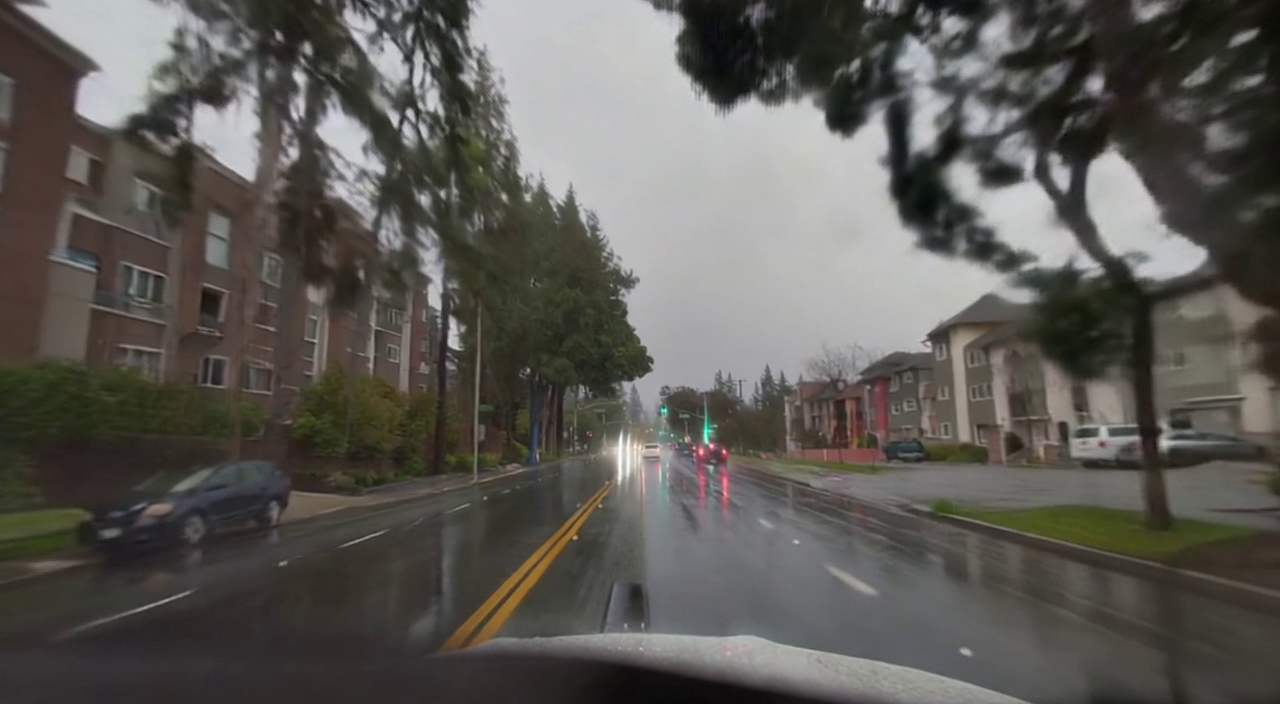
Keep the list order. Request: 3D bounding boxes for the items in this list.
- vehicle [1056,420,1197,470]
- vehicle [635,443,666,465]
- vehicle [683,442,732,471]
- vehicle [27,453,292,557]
[{"bbox_3d":[19.664,3.766,25.597,4.063,1.912,2.029,1,-9,-5],"label":"vehicle"},{"bbox_3d":[0.725,7.202,44.549,2.097,1.463,4.043,0,-9,0],"label":"vehicle"},{"bbox_3d":[3.628,5.738,34.731,2.078,1.488,4.741,0,-9,-1],"label":"vehicle"},{"bbox_3d":[-9.428,2.965,12.981,1.933,1.498,4.446,-4,-7,1],"label":"vehicle"}]
